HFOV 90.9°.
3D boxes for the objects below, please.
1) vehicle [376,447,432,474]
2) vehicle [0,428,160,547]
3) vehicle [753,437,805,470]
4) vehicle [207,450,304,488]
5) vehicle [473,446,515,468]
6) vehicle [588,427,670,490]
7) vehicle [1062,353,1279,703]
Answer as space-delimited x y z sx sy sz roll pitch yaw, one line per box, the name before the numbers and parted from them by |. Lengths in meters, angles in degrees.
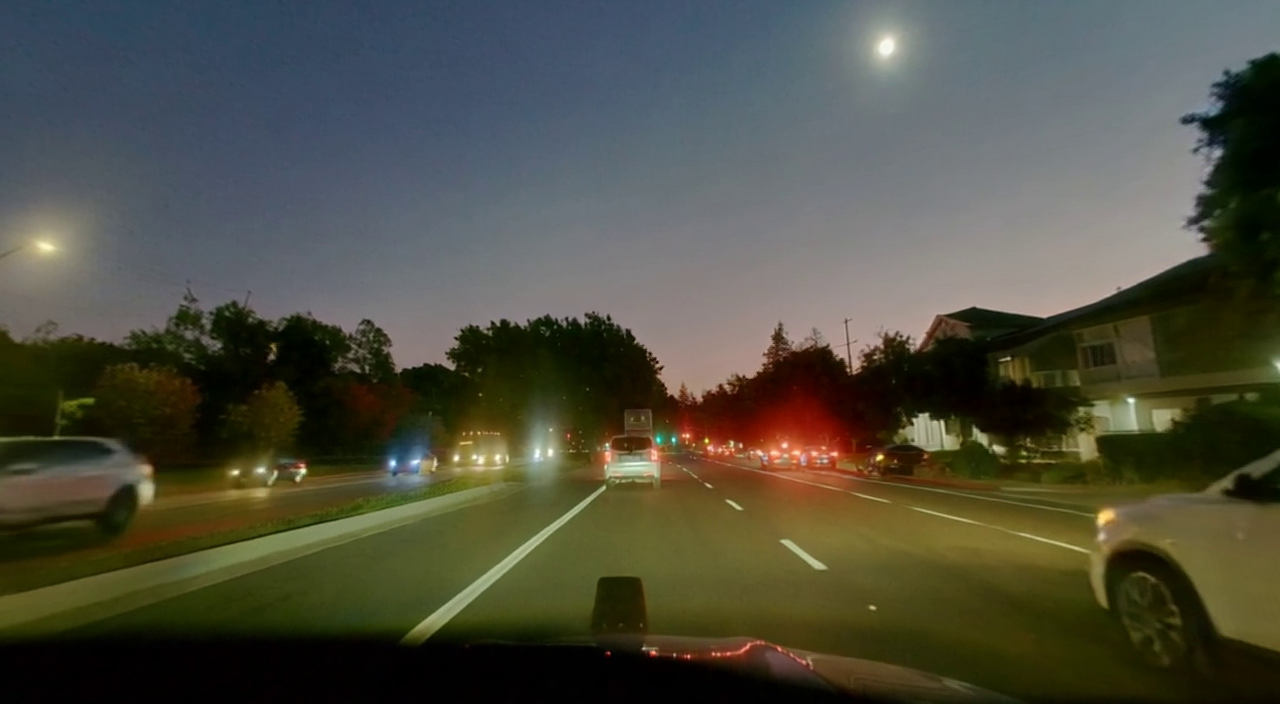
vehicle | -16.212 7.440 43.580 1.972 1.723 4.608 0 -8 2
vehicle | -10.527 2.145 10.152 2.010 1.760 4.406 -1 -8 1
vehicle | 7.706 5.673 35.389 1.971 1.722 4.341 0 -8 0
vehicle | -20.236 6.149 33.471 2.001 1.788 4.776 0 -8 1
vehicle | -10.336 7.450 45.015 1.907 1.471 4.410 0 -8 1
vehicle | -0.313 3.383 20.303 2.332 1.798 4.546 0 -8 0
vehicle | 3.777 0.722 1.786 2.100 1.689 4.501 0 -8 2
